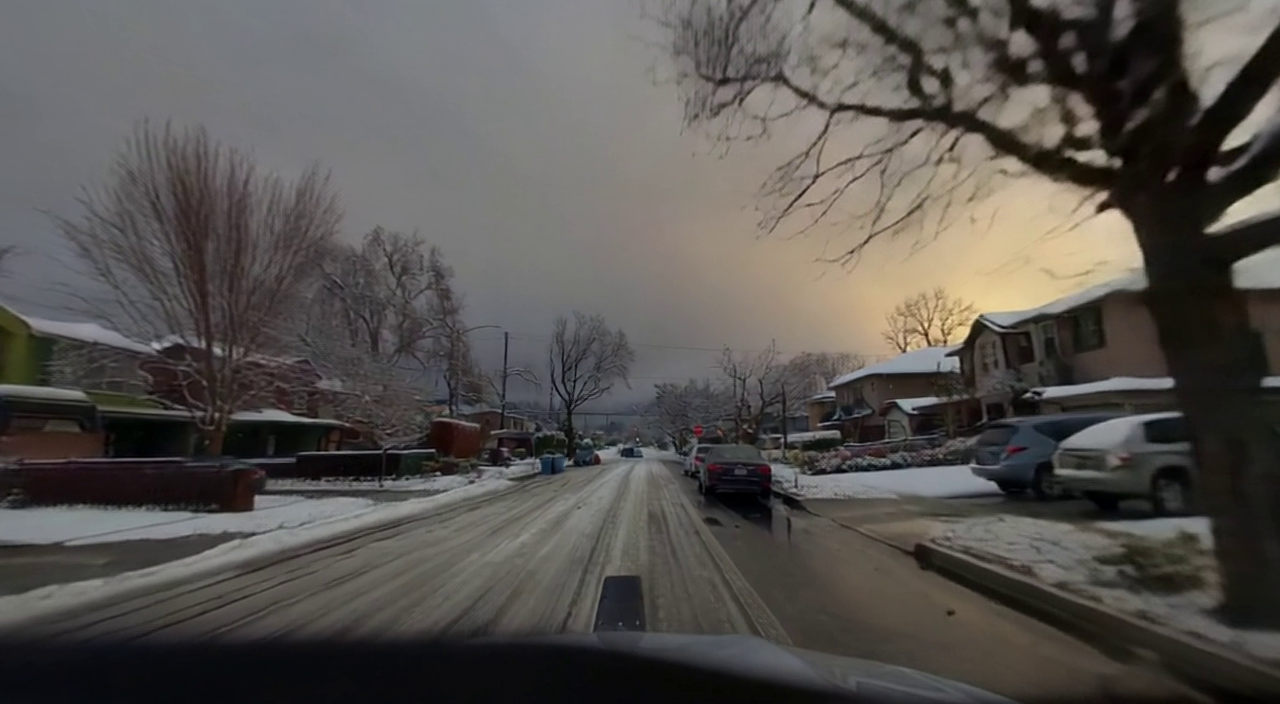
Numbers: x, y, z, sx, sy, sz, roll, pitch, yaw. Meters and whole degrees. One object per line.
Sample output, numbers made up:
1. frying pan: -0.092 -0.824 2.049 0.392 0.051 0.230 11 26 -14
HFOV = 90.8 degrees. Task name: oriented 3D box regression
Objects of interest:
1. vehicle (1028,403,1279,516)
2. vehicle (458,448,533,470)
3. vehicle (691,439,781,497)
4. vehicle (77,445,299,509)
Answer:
1. vehicle: 8.989 1.661 9.988 4.331 1.570 2.009 -1 -8 0
2. vehicle: -10.447 7.750 45.926 4.933 1.547 2.125 0 -9 0
3. vehicle: 2.639 3.309 18.449 2.022 1.483 4.565 0 -9 1
4. vehicle: -11.339 3.133 16.121 4.118 1.492 1.902 0 -9 -3
